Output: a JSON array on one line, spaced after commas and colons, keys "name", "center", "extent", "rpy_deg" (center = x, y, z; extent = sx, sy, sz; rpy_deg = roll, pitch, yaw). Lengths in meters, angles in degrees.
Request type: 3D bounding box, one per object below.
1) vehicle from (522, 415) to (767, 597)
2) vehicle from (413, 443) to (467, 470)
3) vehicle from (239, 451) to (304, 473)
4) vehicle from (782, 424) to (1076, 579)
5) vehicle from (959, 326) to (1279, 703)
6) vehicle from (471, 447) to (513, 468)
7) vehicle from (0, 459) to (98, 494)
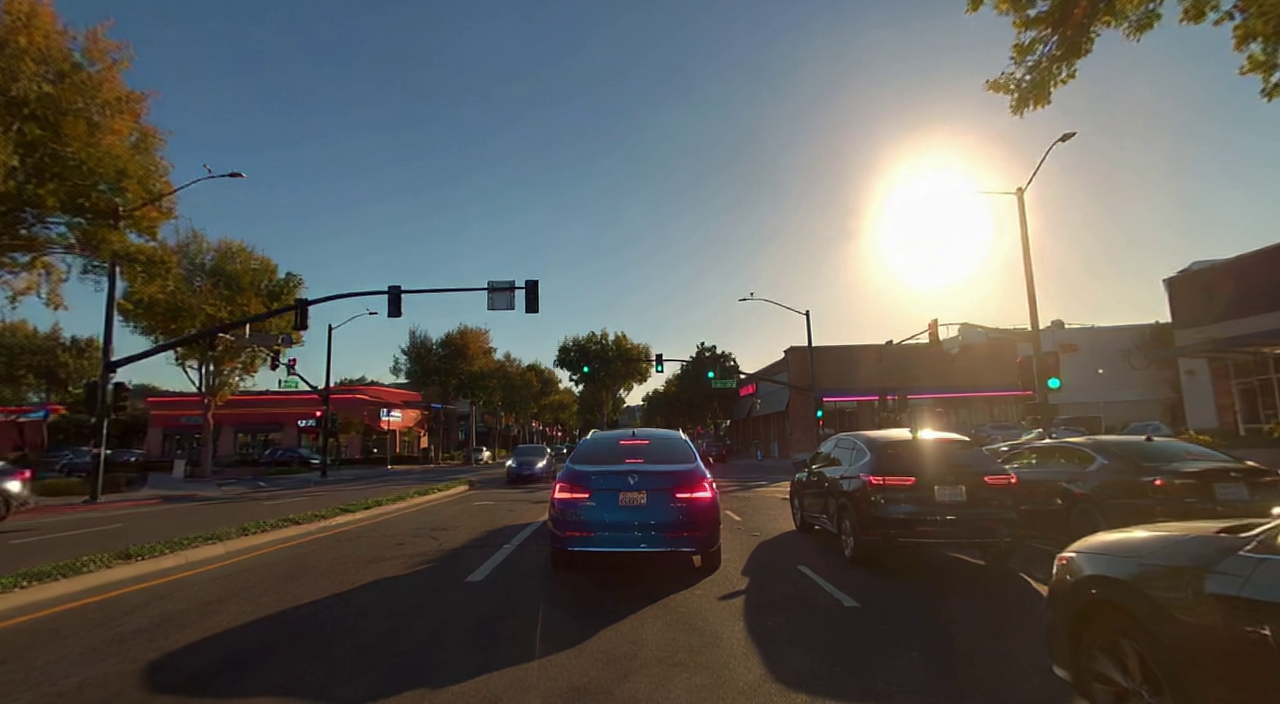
[{"name": "vehicle", "center": [0.013, 1.633, 7.493], "extent": [2.154, 1.577, 3.723], "rpy_deg": [0, -9, -1]}, {"name": "vehicle", "center": [-15.084, 7.895, 48.034], "extent": [2.395, 1.903, 4.860], "rpy_deg": [-1, -9, 1]}, {"name": "vehicle", "center": [-28.587, 8.530, 49.176], "extent": [4.205, 1.541, 1.780], "rpy_deg": [4, -10, -28]}, {"name": "vehicle", "center": [3.321, 1.790, 8.360], "extent": [1.865, 1.496, 4.170], "rpy_deg": [0, -9, -1]}, {"name": "vehicle", "center": [2.980, 0.705, 1.574], "extent": [2.075, 1.661, 4.401], "rpy_deg": [0, -9, 1]}, {"name": "vehicle", "center": [-11.260, 8.003, 48.242], "extent": [2.099, 1.478, 4.411], "rpy_deg": [0, -9, 0]}, {"name": "vehicle", "center": [-27.256, 5.499, 28.070], "extent": [4.285, 1.427, 1.883], "rpy_deg": [3, -9, -22]}]
